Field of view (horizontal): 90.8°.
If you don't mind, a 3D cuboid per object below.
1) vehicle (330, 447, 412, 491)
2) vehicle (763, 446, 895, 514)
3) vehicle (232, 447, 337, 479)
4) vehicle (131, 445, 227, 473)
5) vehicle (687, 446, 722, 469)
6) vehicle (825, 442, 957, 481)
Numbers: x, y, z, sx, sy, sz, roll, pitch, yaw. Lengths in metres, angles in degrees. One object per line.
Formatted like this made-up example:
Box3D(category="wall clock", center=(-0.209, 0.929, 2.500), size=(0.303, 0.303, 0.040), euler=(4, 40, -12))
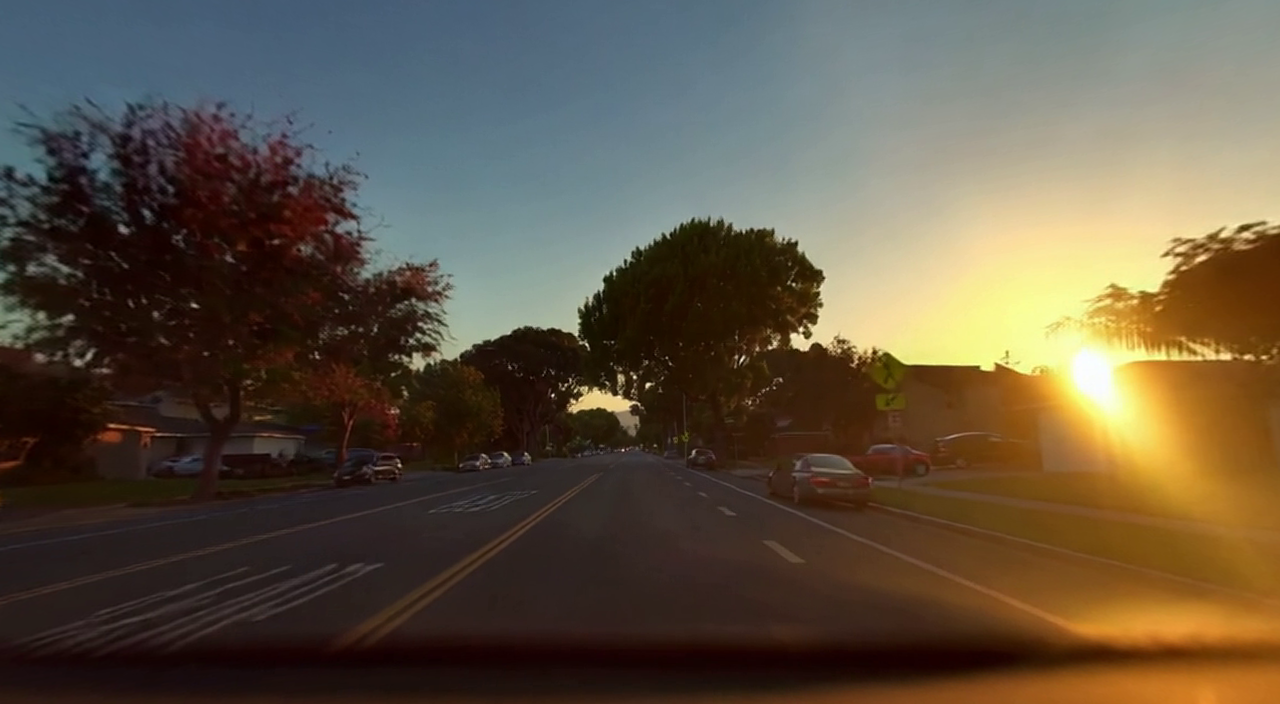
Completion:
Box3D(category="vehicle", center=(-12.848, 5.561, 30.514), size=(2.049, 1.782, 4.460), euler=(-4, -8, 0))
Box3D(category="vehicle", center=(4.528, 3.104, 15.877), size=(1.970, 1.455, 4.233), euler=(0, -8, 0))
Box3D(category="vehicle", center=(-20.401, 6.366, 36.439), size=(4.744, 1.752, 2.008), euler=(1, -9, -7))
Box3D(category="vehicle", center=(-26.701, 6.190, 36.674), size=(4.073, 1.502, 1.822), euler=(0, -9, -2))
Box3D(category="vehicle", center=(4.462, 7.345, 44.124), size=(1.925, 1.482, 4.746), euler=(0, -8, 0))
Box3D(category="vehicle", center=(10.081, 4.429, 25.675), size=(4.501, 1.502, 1.975), euler=(0, -8, -1))
